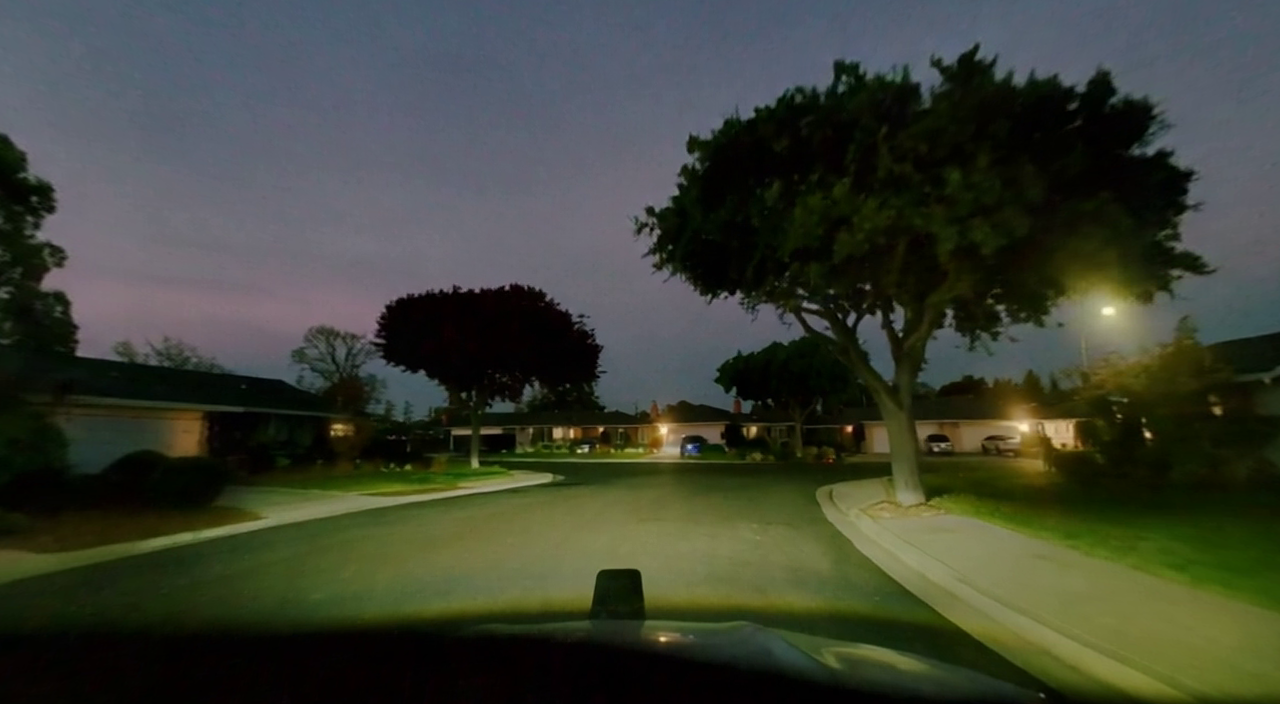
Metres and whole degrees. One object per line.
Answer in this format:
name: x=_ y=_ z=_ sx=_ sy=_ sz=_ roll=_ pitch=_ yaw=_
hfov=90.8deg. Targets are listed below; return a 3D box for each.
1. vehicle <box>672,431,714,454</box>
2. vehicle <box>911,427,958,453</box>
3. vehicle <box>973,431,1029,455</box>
vehicle: x=4.079 y=6.815 z=47.668 sx=1.942 sy=1.651 sz=4.655 roll=-3 pitch=-9 yaw=21
vehicle: x=20.520 y=6.175 z=44.198 sx=1.937 sy=1.731 sz=4.179 roll=-2 pitch=-8 yaw=11
vehicle: x=24.127 y=6.095 z=42.354 sx=1.873 sy=1.556 sz=4.216 roll=-1 pitch=-8 yaw=10
